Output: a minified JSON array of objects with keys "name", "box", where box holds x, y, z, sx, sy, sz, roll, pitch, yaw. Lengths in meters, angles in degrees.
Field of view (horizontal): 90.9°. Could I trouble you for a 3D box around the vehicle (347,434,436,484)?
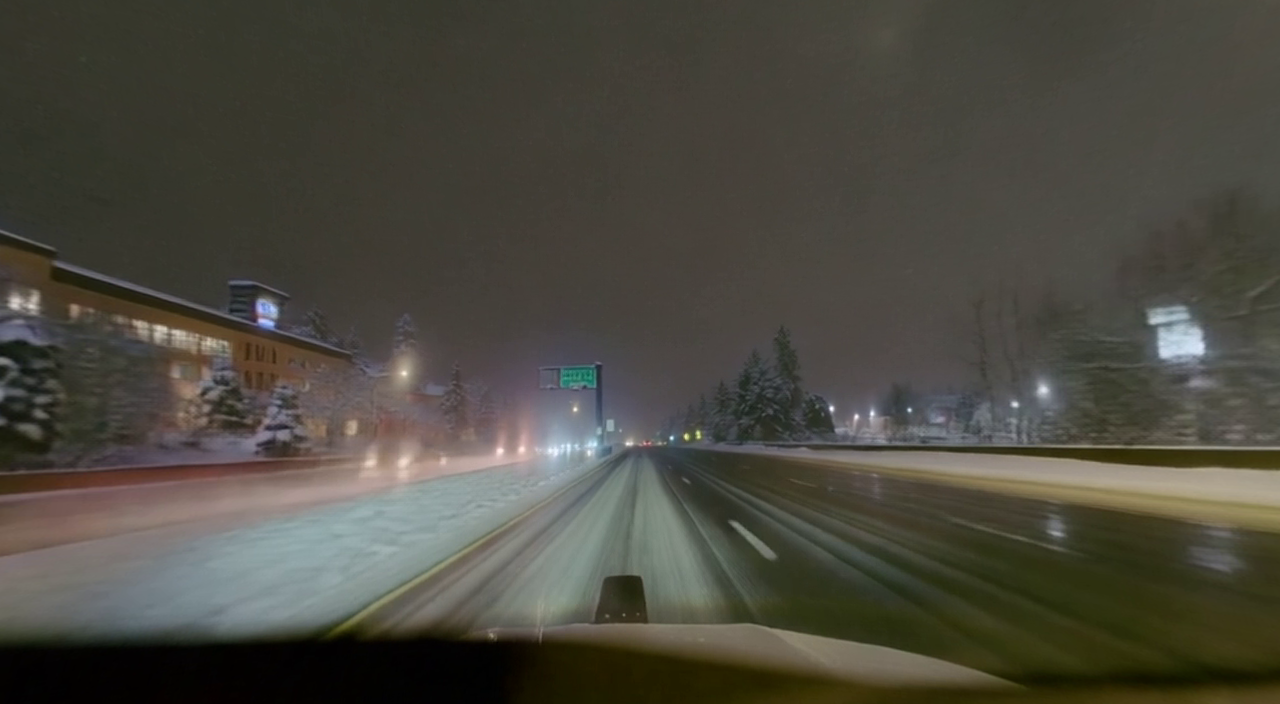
[{"name":"vehicle","box":[-11.141,4.819,28.727,2.112,2.072,4.744,0,-8,0]}]
